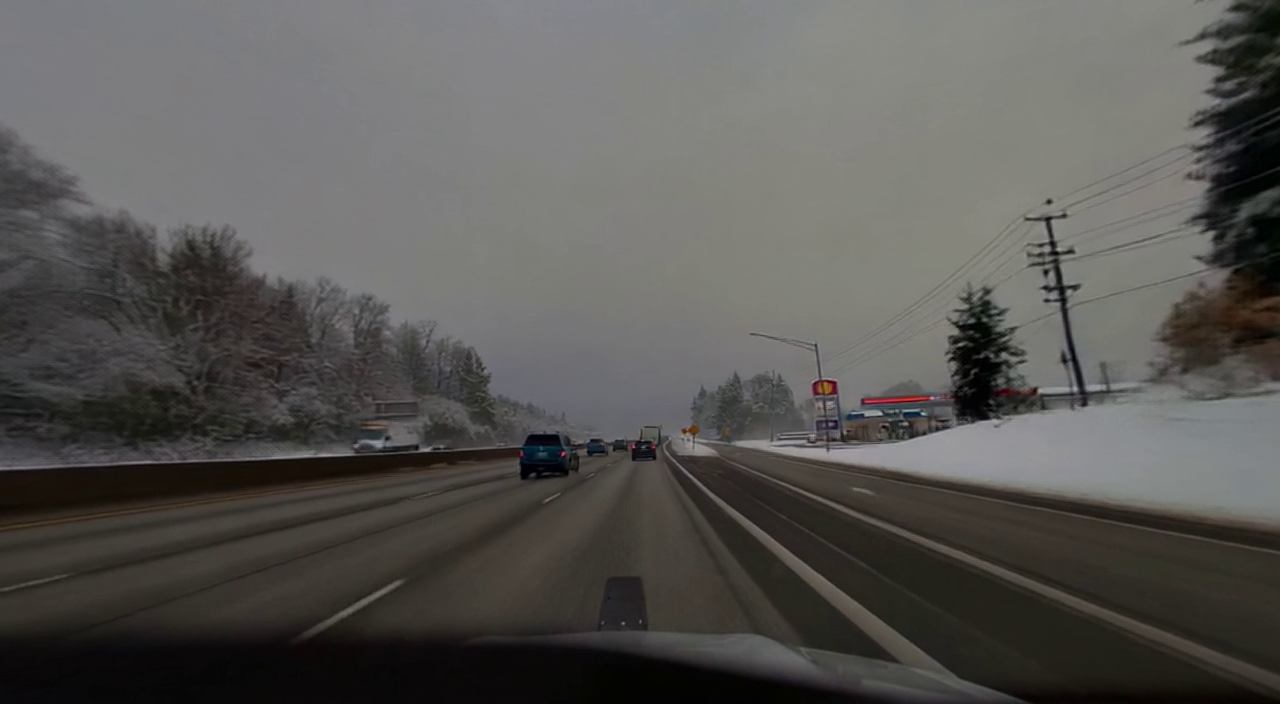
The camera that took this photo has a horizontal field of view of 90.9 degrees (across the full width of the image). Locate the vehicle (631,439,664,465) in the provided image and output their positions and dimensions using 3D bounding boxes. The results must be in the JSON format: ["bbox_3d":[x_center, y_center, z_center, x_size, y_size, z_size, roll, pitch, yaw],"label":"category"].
[{"bbox_3d":[0.441,6.381,40.265,1.982,1.524,3.800,1,-8,-1],"label":"vehicle"}]

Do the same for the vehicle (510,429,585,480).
[{"bbox_3d":[-3.697,4.193,26.072,2.273,1.884,4.515,0,-8,2],"label":"vehicle"}]
